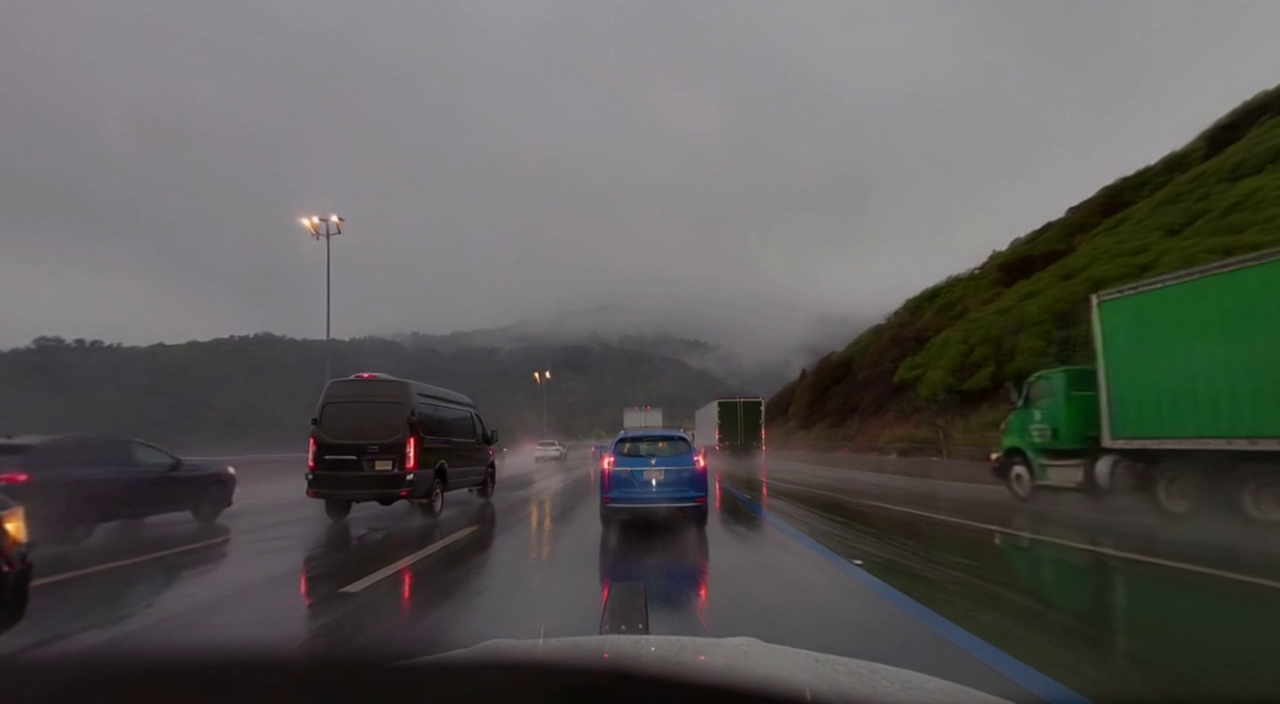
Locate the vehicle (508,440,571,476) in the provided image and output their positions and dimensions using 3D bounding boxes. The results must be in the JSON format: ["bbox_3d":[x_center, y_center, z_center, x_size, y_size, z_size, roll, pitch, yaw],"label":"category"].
[{"bbox_3d":[-4.416,4.746,28.417,2.007,1.457,4.447,0,-8,1],"label":"vehicle"}]

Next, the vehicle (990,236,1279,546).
[{"bbox_3d":[9.890,0.344,7.131,2.977,3.878,11.111,2,-9,-18],"label":"vehicle"}]

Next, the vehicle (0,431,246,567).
[{"bbox_3d":[-7.889,1.845,8.533,1.968,1.459,4.737,-1,-8,2],"label":"vehicle"}]

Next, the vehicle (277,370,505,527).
[{"bbox_3d":[-4.655,1.980,13.158,2.300,2.522,5.701,0,-8,1],"label":"vehicle"}]

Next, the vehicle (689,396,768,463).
[{"bbox_3d":[6.318,6.202,48.766,2.989,4.277,16.586,0,-8,-3],"label":"vehicle"}]

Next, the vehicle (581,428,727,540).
[{"bbox_3d":[0.150,2.111,10.695,2.003,1.499,3.930,0,-8,-1],"label":"vehicle"}]

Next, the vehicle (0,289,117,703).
[{"bbox_3d":[-4.295,0.430,1.015,2.195,2.086,5.445,0,-8,0],"label":"vehicle"}]
